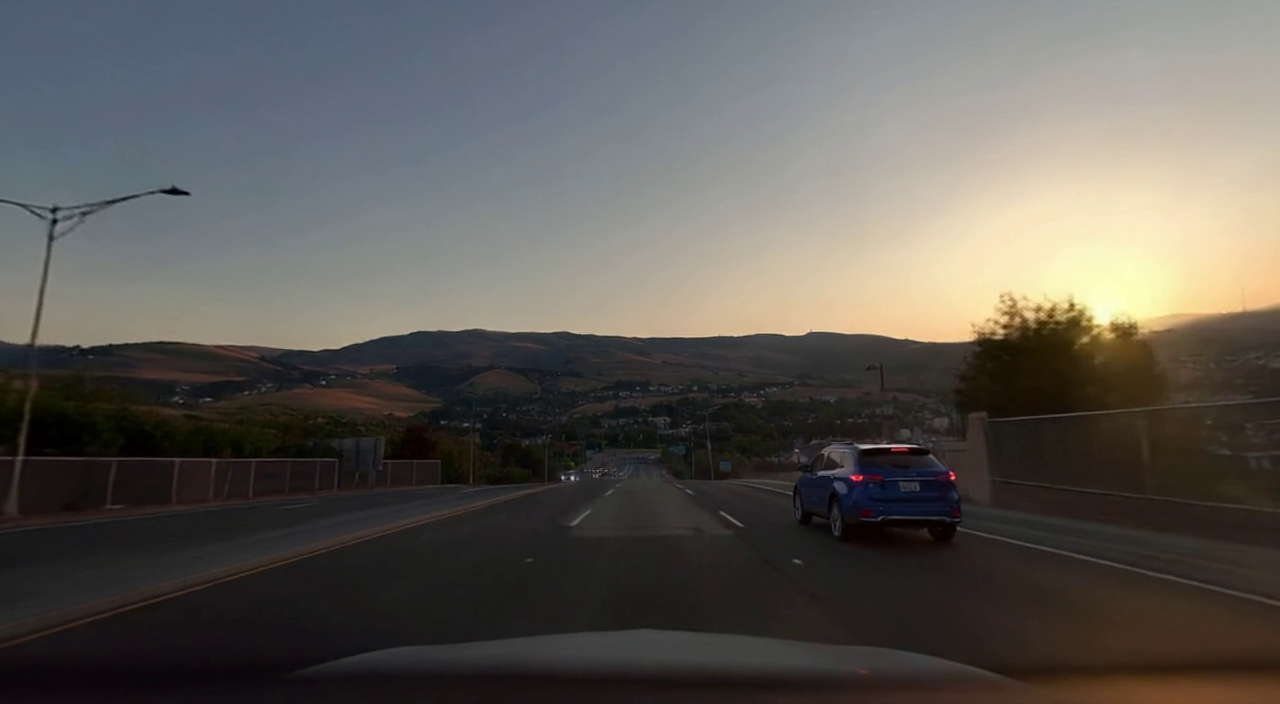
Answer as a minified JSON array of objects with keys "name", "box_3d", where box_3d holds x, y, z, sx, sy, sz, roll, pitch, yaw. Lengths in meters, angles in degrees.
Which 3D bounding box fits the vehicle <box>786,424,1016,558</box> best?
[{"name":"vehicle","box_3d":[3.935,2.161,10.494,1.989,1.730,4.324,0,-9,1]}]
